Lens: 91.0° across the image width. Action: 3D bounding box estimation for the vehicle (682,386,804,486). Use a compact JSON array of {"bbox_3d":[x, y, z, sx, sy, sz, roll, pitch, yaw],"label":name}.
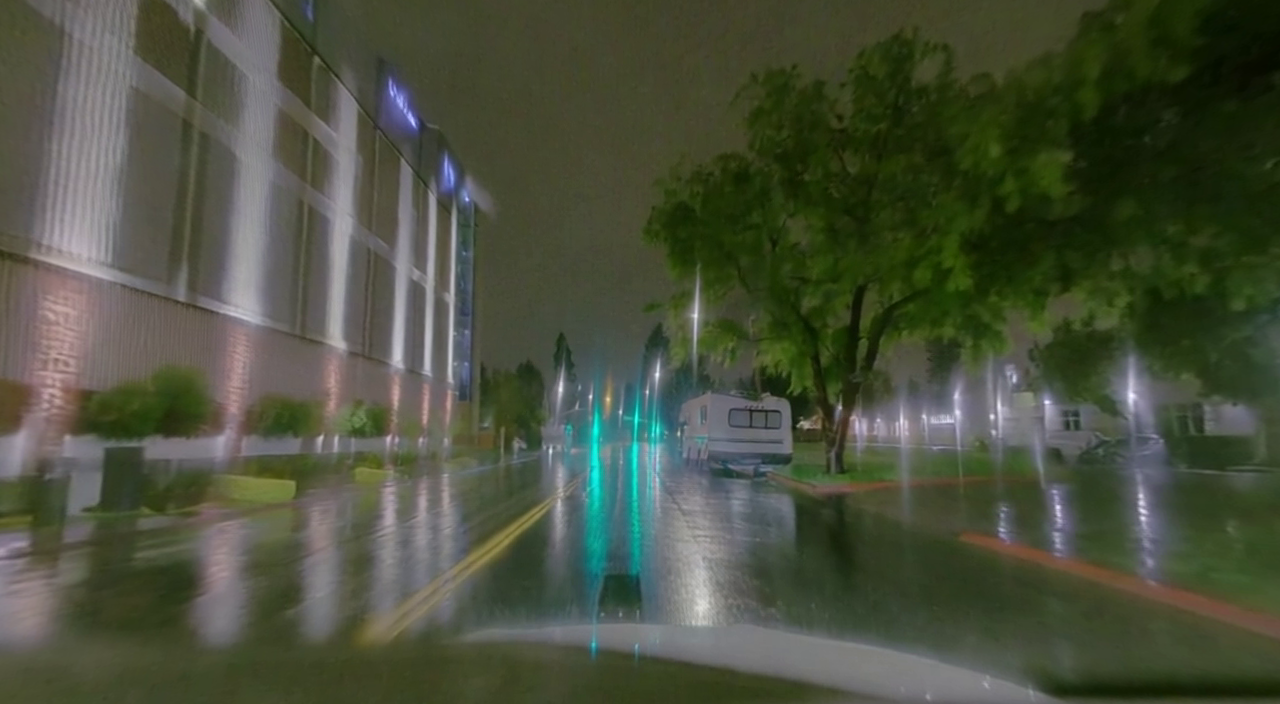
[{"bbox_3d":[3.611,3.222,24.567,3.074,3.099,8.805,1,-7,-1],"label":"vehicle"}]
